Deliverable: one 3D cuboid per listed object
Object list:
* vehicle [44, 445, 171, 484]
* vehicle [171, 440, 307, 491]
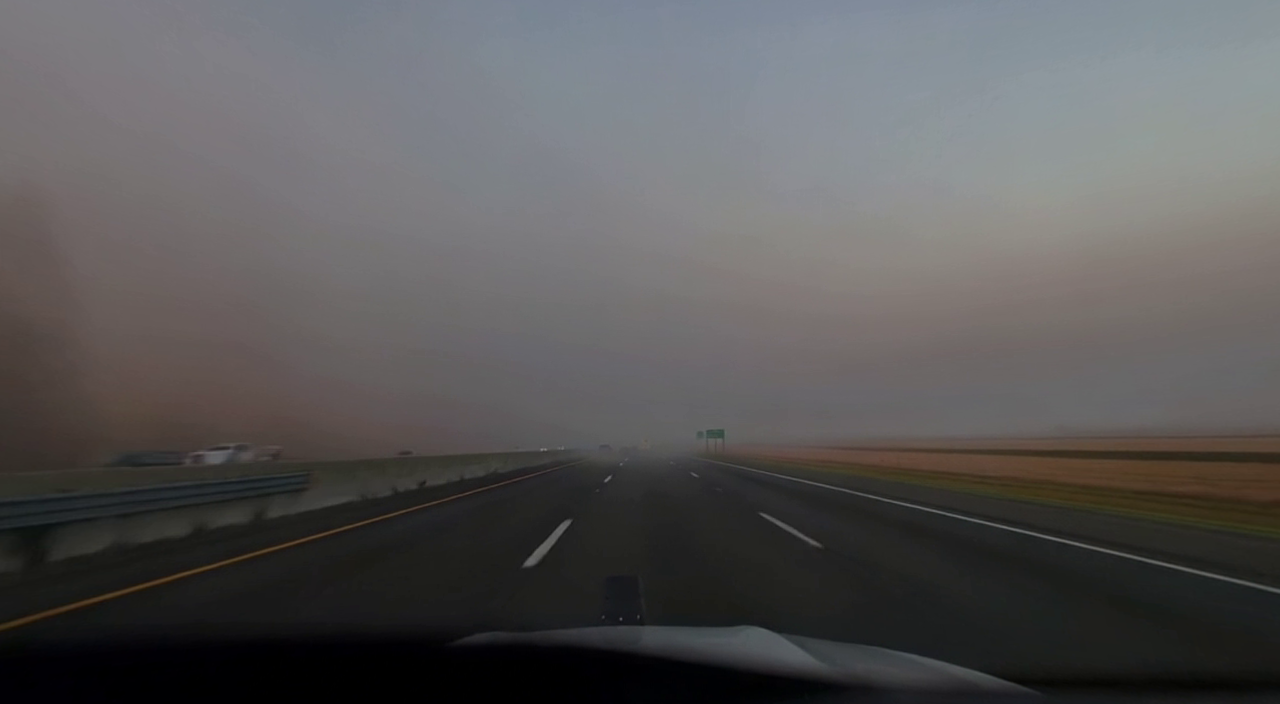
[{"bbox_3d":[-24.857,5.253,29.676,1.933,1.674,4.573,0,-8,0],"label":"vehicle"},{"bbox_3d":[-16.452,4.635,26.277,2.103,1.793,5.213,-3,-8,2],"label":"vehicle"}]
